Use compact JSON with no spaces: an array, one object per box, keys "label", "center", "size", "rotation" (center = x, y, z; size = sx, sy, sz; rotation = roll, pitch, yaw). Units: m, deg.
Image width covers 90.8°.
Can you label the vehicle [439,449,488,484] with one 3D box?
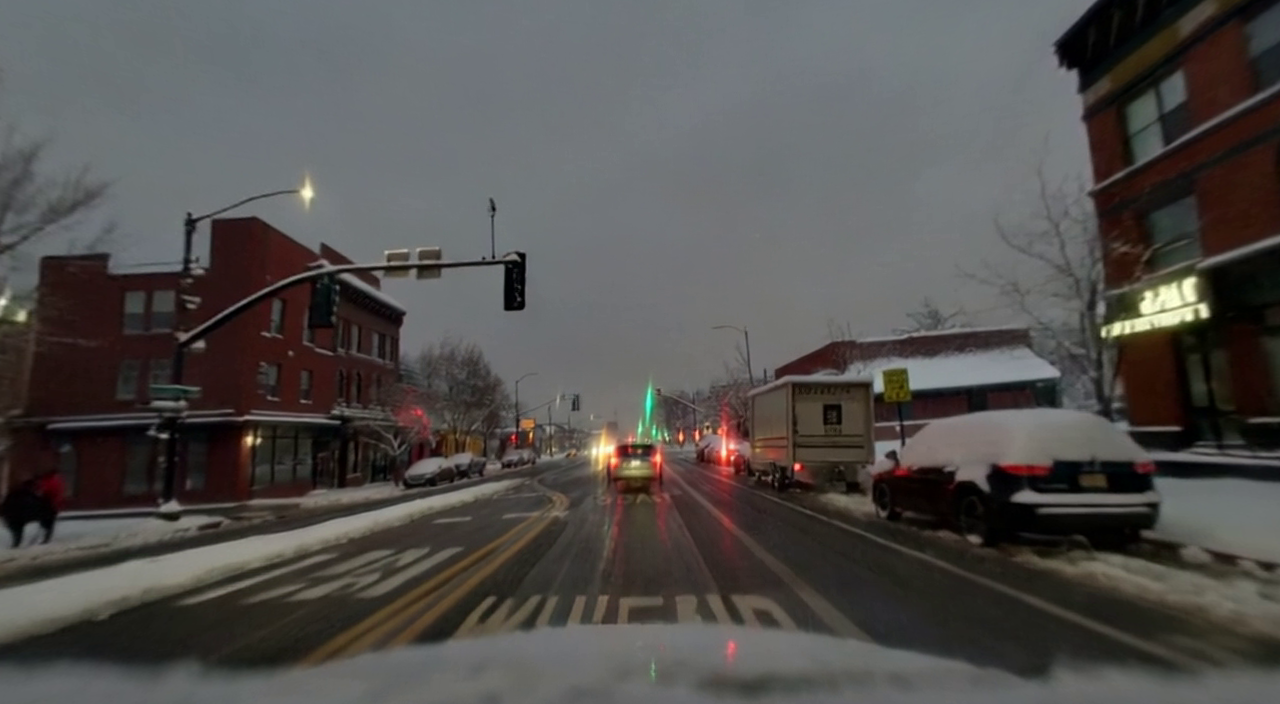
[{"label":"vehicle","center":[-11.369,7.350,40.938],"size":[1.872,1.731,4.656],"rotation":[-4,-6,-1]}]

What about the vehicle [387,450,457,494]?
[{"label":"vehicle","center":[-11.278,6.190,32.983],"size":[2.055,1.685,4.370],"rotation":[-5,-6,-1]}]

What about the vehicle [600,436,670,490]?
[{"label":"vehicle","center":[-0.157,3.636,21.053],"size":[2.086,1.575,4.205],"rotation":[0,-8,0]}]

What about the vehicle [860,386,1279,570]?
[{"label":"vehicle","center":[5.593,1.747,9.596],"size":[2.367,1.917,5.810],"rotation":[0,-8,-1]}]

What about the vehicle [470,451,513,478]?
[{"label":"vehicle","center":[-11.083,8.412,47.534],"size":[1.920,1.498,4.591],"rotation":[-5,-6,2]}]

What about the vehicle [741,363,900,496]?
[{"label":"vehicle","center":[5.430,2.611,20.720],"size":[2.893,3.553,7.295],"rotation":[0,-8,-1]}]
